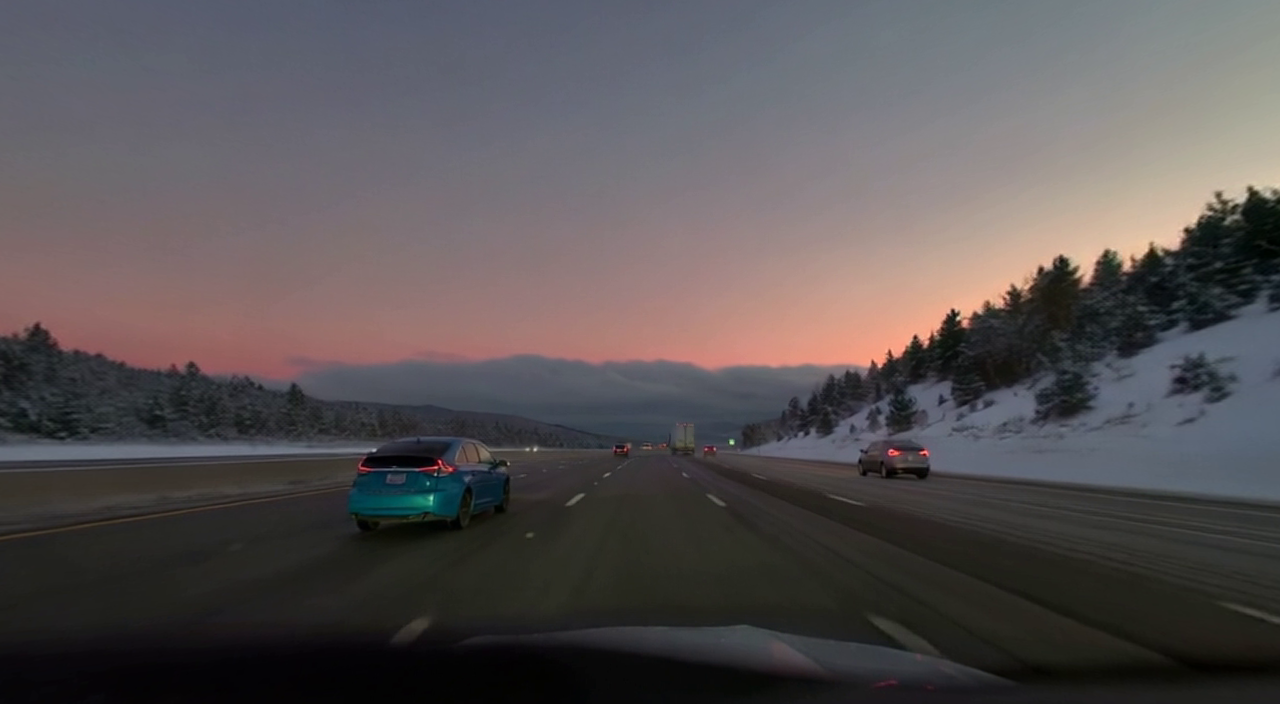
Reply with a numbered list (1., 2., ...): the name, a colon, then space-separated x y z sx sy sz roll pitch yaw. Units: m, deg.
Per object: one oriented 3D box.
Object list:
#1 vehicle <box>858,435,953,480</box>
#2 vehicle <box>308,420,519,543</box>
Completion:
1. vehicle: 11.213 4.490 26.917 2.062 1.736 4.589 0 -9 0
2. vehicle: -3.383 2.009 10.313 1.967 1.615 3.886 0 -9 1
